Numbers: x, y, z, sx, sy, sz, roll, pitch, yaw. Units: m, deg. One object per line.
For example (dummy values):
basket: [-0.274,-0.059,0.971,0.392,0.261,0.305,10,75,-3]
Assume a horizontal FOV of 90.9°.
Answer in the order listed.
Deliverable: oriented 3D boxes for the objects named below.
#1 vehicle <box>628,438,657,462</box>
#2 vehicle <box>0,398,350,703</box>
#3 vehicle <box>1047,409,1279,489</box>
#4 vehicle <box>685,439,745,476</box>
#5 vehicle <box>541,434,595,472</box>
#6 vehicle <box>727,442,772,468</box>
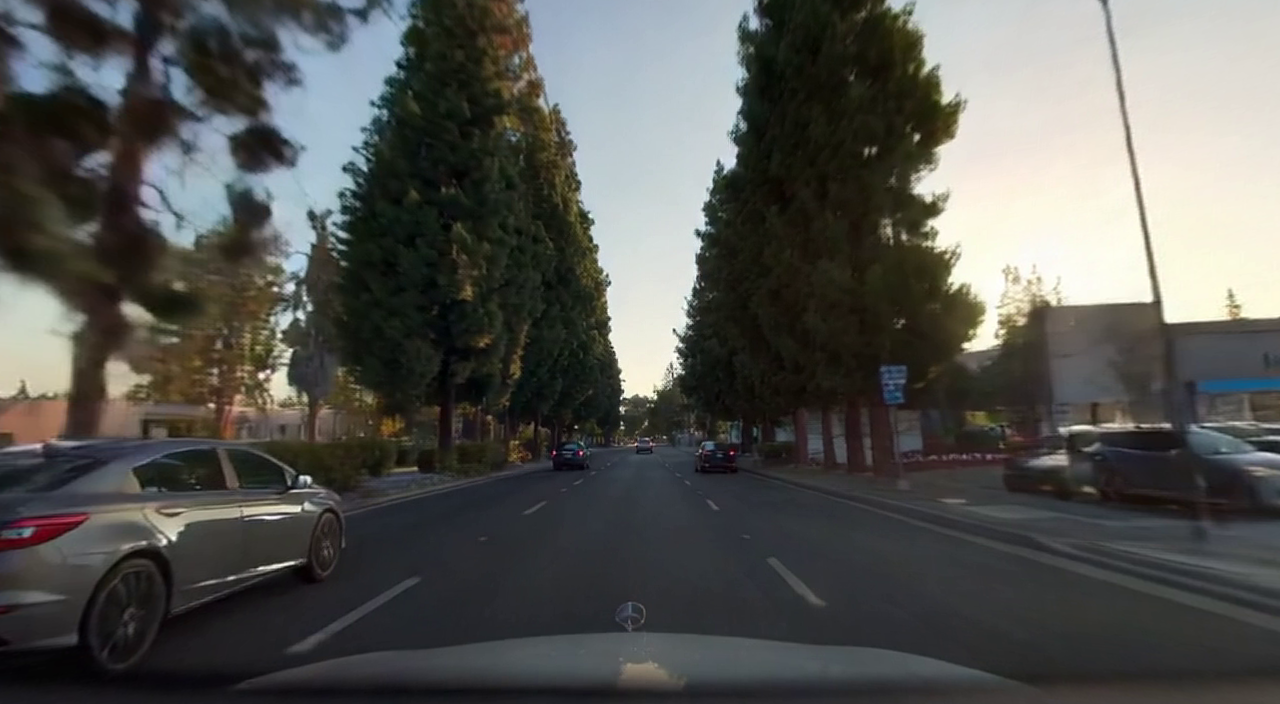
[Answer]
vehicle: [0.175,6.922,44.469,1.922,1.579,3.642,0,-9,1]
vehicle: [-4.119,1.143,4.047,1.988,1.530,5.155,0,-9,1]
vehicle: [13.906,2.554,16.727,2.097,1.779,4.720,4,-9,-23]
vehicle: [3.216,4.632,27.849,2.010,1.486,4.498,0,-9,-1]
vehicle: [-3.532,5.053,31.674,2.051,1.747,4.370,0,-9,1]
vehicle: [6.468,6.137,37.798,1.856,1.421,4.357,0,-9,-1]
